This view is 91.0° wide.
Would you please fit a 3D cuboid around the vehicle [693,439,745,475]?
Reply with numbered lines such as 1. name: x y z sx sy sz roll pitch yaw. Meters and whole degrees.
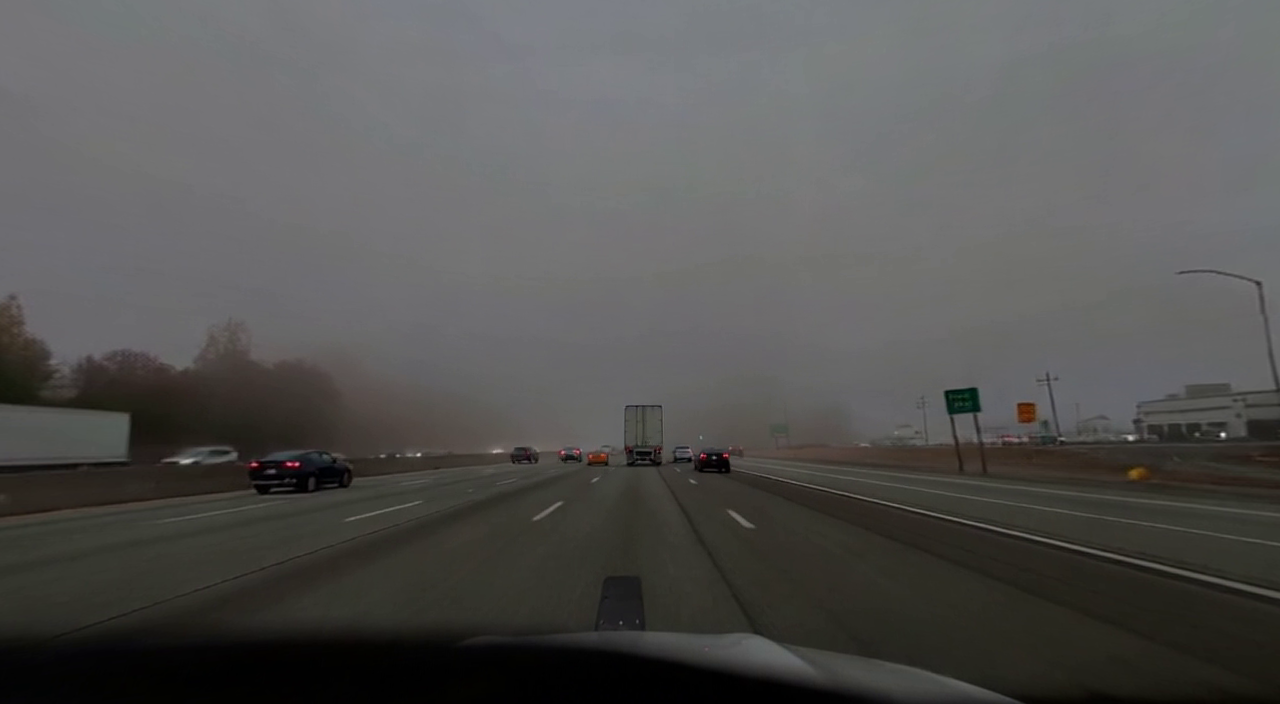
1. vehicle: 4.035 5.454 32.904 2.107 1.707 4.445 0 -9 0

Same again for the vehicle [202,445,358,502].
1. vehicle: -10.740 3.629 19.276 2.015 1.521 4.550 0 -9 1

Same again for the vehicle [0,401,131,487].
1. vehicle: -31.314 4.157 28.389 3.013 3.963 16.399 0 -9 0

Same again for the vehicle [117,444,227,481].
1. vehicle: -23.907 5.612 32.413 2.112 1.750 4.489 0 -9 1

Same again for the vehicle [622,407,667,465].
1. vehicle: 0.488 6.478 47.944 3.012 3.928 10.262 0 -9 2
